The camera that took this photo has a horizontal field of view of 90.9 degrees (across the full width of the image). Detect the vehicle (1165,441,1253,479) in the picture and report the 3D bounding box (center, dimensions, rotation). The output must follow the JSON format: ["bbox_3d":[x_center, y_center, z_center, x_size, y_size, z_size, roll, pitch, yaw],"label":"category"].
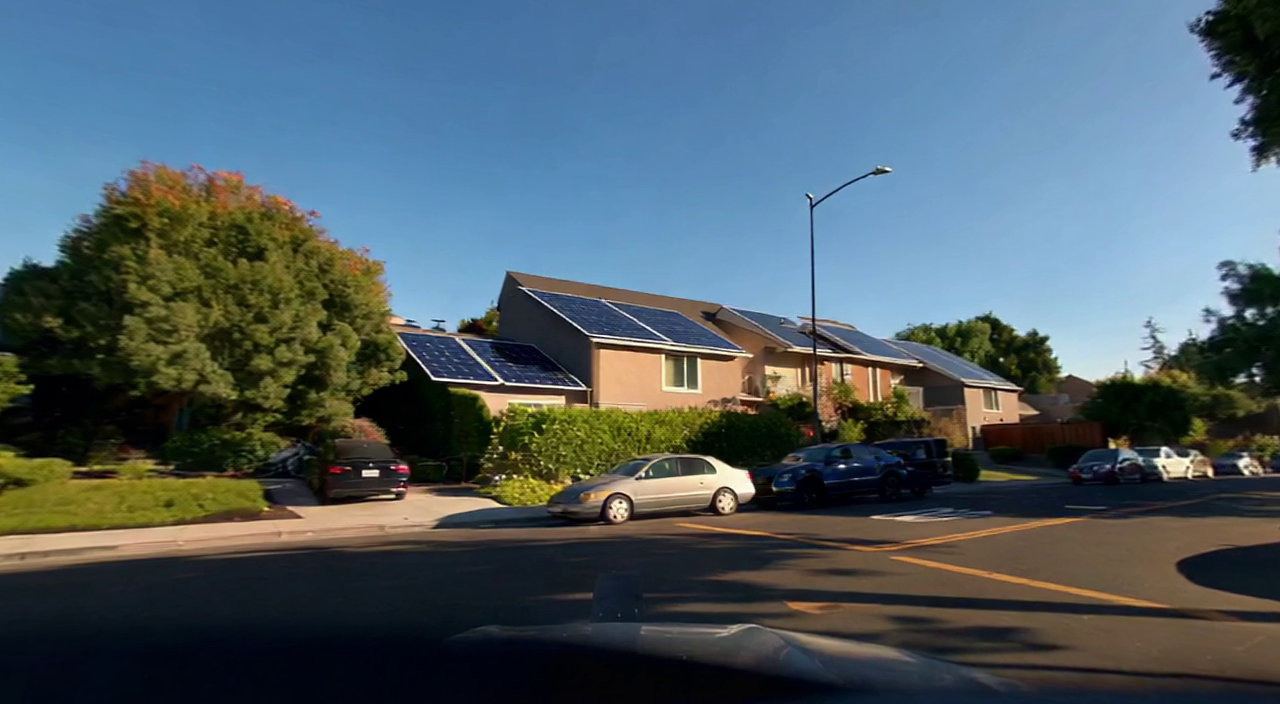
[{"bbox_3d":[27.019,5.131,29.880,4.483,1.563,1.818,9,-12,-32],"label":"vehicle"}]

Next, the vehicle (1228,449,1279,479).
[{"bbox_3d":[35.504,6.351,35.937,4.068,1.470,1.921,5,-9,-35],"label":"vehicle"}]

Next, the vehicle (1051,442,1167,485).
[{"bbox_3d":[17.705,4.249,23.722,4.676,1.472,1.901,7,-14,-34],"label":"vehicle"}]

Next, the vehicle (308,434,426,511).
[{"bbox_3d":[-6.250,2.608,14.233,1.876,1.476,3.484,5,-9,-32],"label":"vehicle"}]

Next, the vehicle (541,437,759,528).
[{"bbox_3d":[0.264,2.463,12.211,3.838,1.488,1.805,7,-11,-33],"label":"vehicle"}]

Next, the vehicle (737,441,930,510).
[{"bbox_3d":[4.717,2.890,15.164,4.601,1.406,1.848,5,-11,-33],"label":"vehicle"}]
